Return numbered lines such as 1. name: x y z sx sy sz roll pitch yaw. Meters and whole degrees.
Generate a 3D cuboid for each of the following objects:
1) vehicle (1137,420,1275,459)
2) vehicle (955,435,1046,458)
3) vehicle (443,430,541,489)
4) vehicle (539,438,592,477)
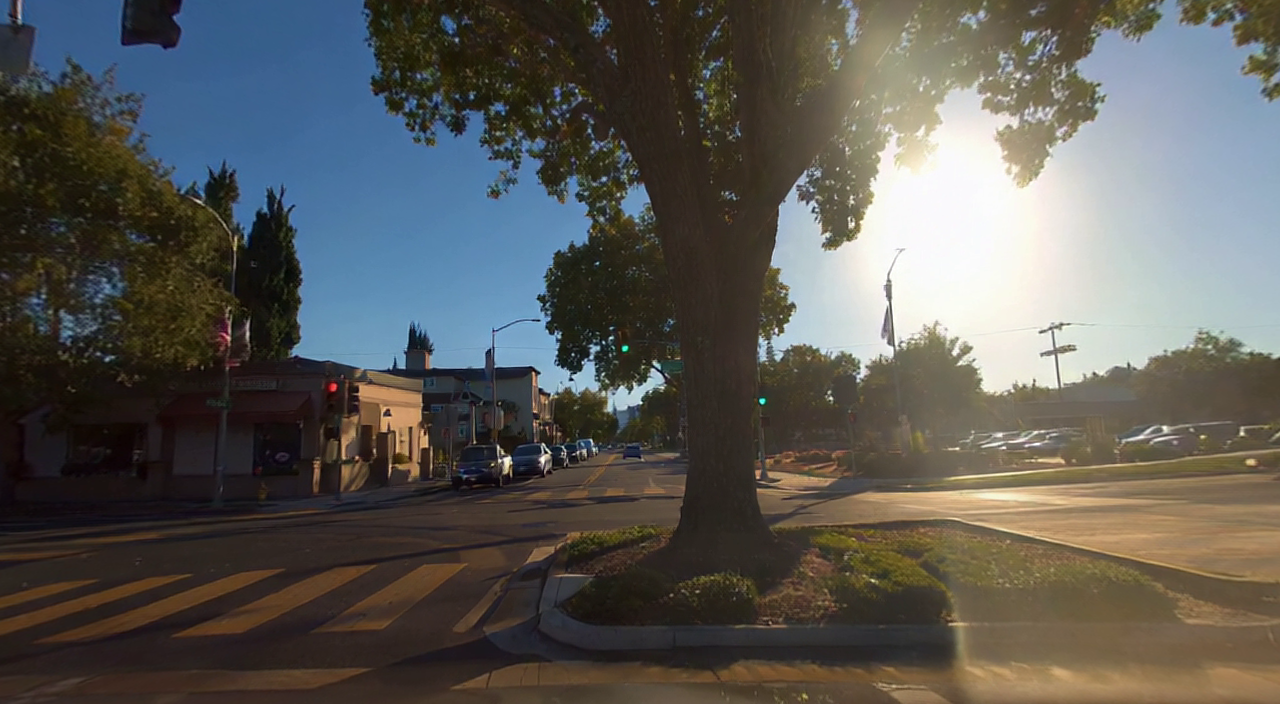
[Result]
1. vehicle: 33.251 5.162 37.245 5.969 2.149 2.331 0 -9 -3
2. vehicle: 24.968 6.557 43.848 5.172 1.515 1.851 0 -9 -2
3. vehicle: -6.505 4.841 28.982 2.896 2.339 7.322 0 -9 -1
4. vehicle: -3.650 5.277 31.898 2.120 1.783 4.788 0 -9 -1
